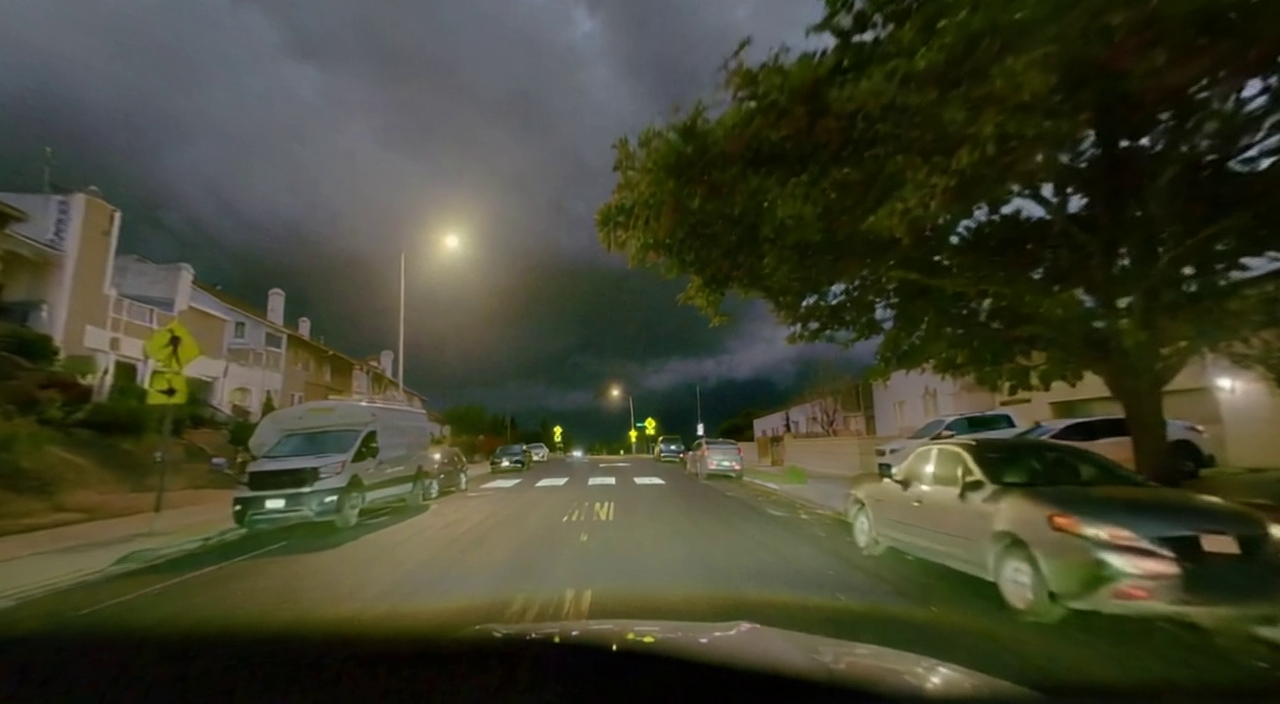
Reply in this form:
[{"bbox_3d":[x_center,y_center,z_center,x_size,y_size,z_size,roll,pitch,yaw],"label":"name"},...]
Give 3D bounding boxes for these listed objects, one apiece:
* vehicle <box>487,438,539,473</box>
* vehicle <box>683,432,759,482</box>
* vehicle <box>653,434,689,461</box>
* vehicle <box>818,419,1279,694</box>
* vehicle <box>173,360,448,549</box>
[{"bbox_3d":[-6.490,5.315,32.795,1.972,1.502,5.530,0,-7,-5],"label":"vehicle"},{"bbox_3d":[2.782,3.722,22.841,1.875,1.568,4.899,0,-7,-3],"label":"vehicle"},{"bbox_3d":[1.968,6.244,41.270,1.997,1.663,4.544,-1,-8,-1],"label":"vehicle"},{"bbox_3d":[3.485,1.428,5.857,1.972,1.492,4.506,0,-7,-5],"label":"vehicle"},{"bbox_3d":[-5.674,1.868,12.145,2.270,2.706,5.871,0,-8,-2],"label":"vehicle"}]
